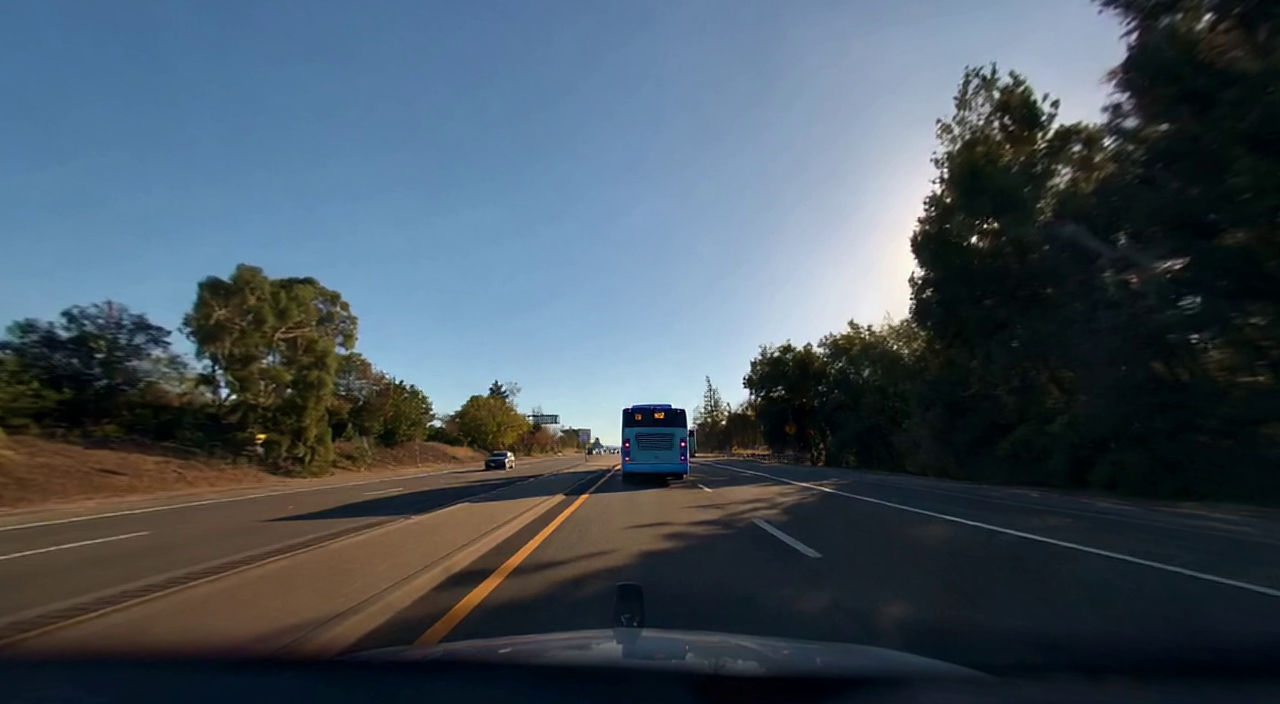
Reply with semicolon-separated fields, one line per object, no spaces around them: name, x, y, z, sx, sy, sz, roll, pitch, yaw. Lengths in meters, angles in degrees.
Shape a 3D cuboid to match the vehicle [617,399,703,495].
vehicle;0.453;3.098;20.562;2.414;2.675;5.574;0;-9;-2
